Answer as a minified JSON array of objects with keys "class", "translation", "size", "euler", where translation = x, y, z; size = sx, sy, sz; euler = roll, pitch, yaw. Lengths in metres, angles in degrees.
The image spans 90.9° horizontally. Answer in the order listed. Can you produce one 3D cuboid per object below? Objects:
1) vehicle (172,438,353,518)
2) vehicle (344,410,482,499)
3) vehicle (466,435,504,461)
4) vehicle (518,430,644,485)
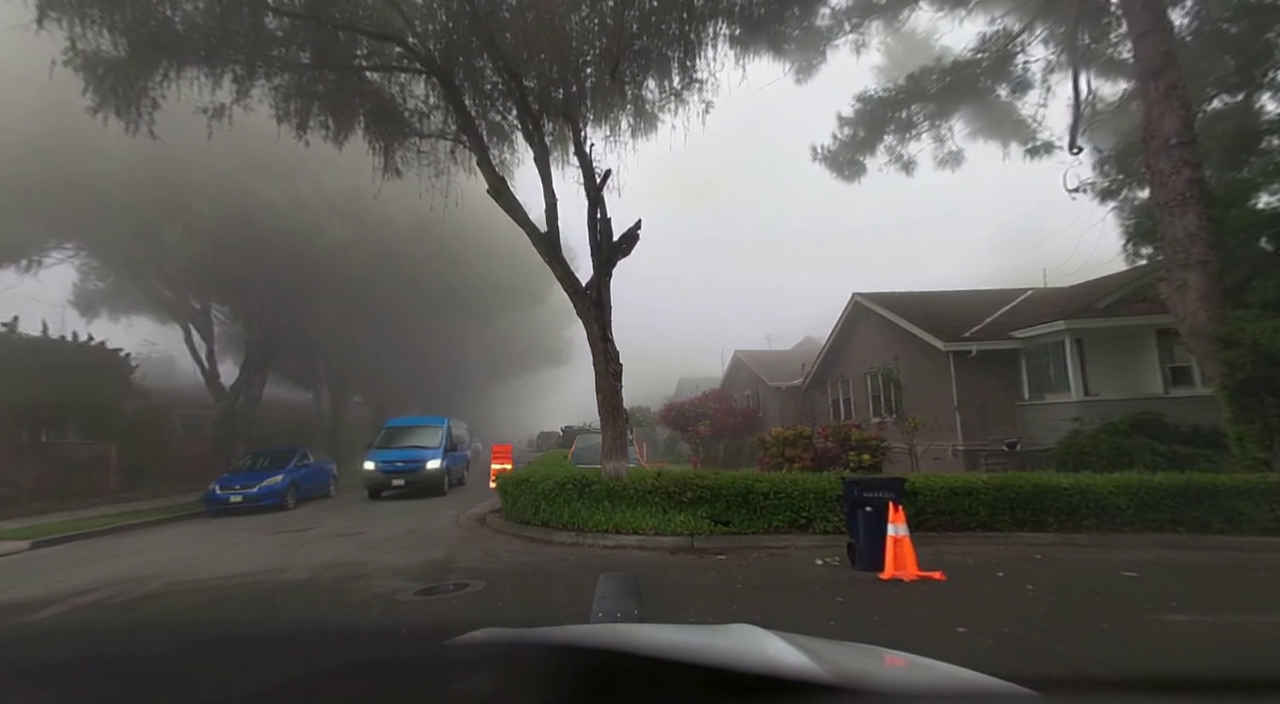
[{"class":"vehicle","translation":[-8.331,2.749,14.438],"size":[1.899,1.524,4.082],"euler":[1,-8,-5]},{"class":"vehicle","translation":[-5.707,2.620,16.622],"size":[2.219,1.984,4.712],"euler":[0,-8,-5]},{"class":"vehicle","translation":[-10.350,6.385,42.286],"size":[1.765,1.493,4.130],"euler":[3,-7,-5]},{"class":"vehicle","translation":[-1.632,3.106,18.929],"size":[1.827,1.436,4.070],"euler":[-4,-9,27]}]
